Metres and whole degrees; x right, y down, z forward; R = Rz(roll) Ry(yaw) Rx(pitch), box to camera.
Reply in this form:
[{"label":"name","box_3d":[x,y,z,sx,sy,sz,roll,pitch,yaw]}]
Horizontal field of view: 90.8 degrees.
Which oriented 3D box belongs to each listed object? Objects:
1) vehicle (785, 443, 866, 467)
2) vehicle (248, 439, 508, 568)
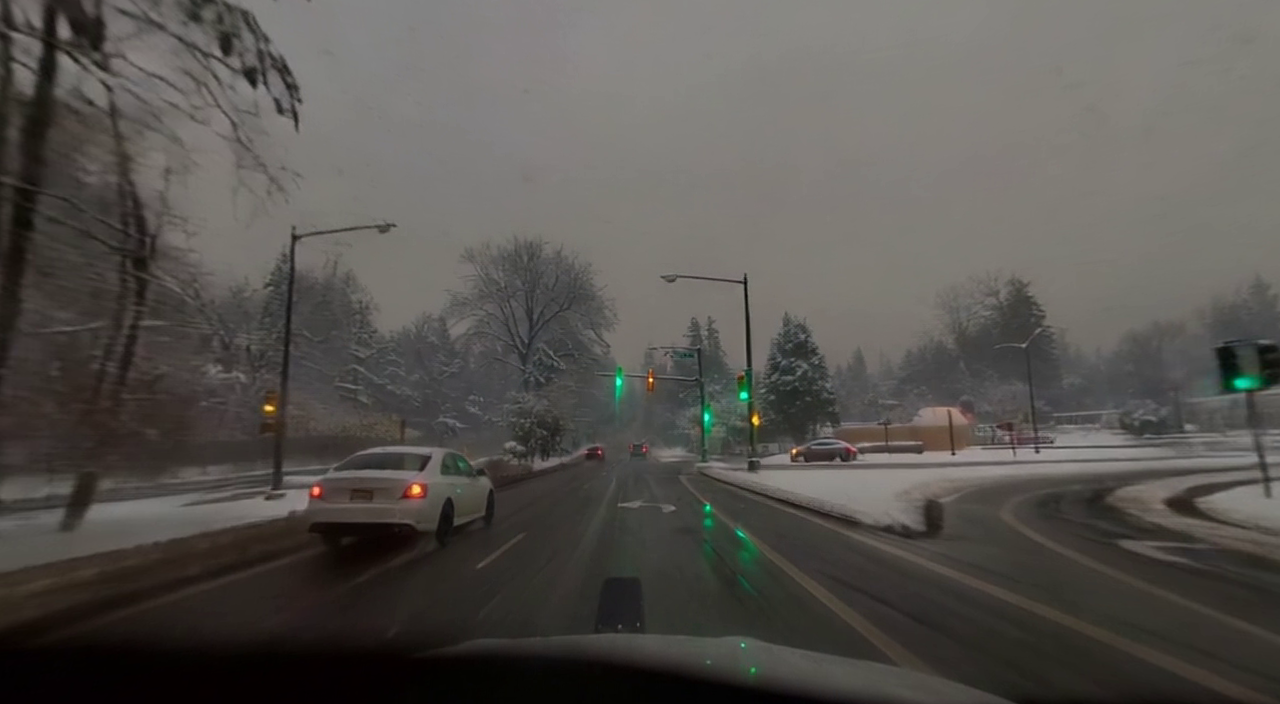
[{"label":"vehicle","box_3d":[11.977,6.651,40.907,4.632,1.473,1.889,0,-8,-3]},{"label":"vehicle","box_3d":[-3.477,2.072,9.525,1.968,1.459,4.433,0,-8,1]}]
